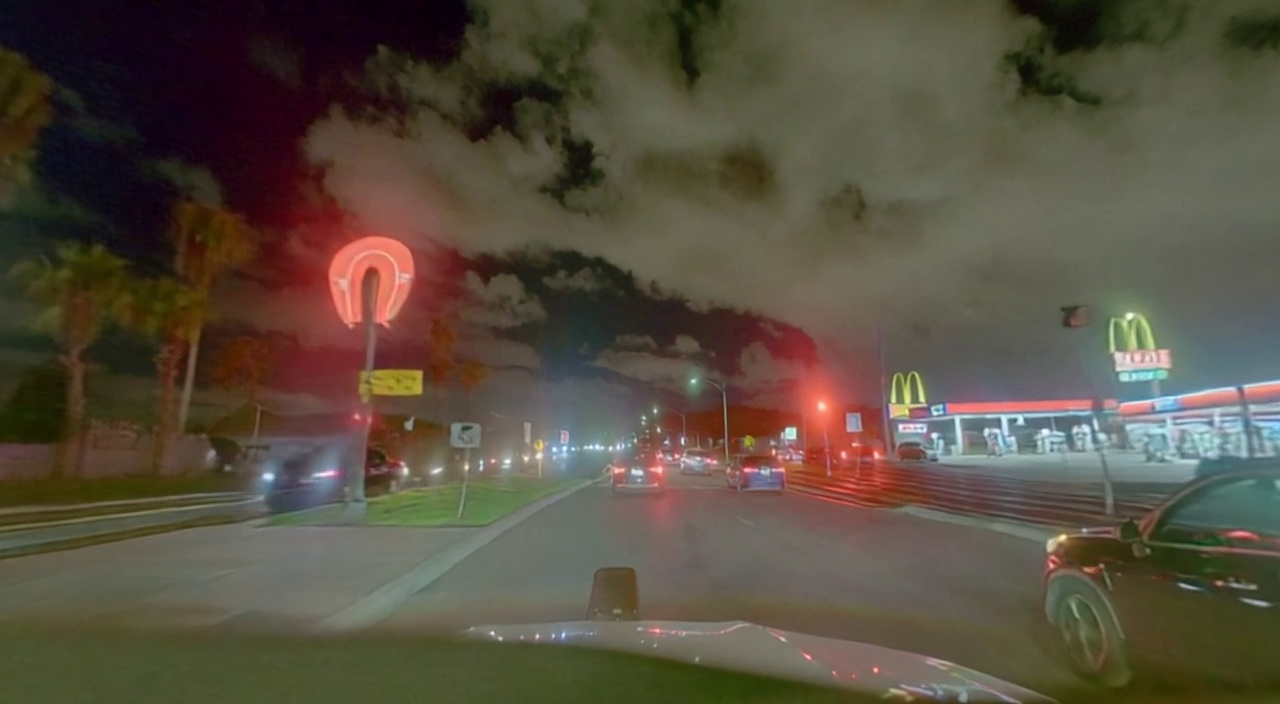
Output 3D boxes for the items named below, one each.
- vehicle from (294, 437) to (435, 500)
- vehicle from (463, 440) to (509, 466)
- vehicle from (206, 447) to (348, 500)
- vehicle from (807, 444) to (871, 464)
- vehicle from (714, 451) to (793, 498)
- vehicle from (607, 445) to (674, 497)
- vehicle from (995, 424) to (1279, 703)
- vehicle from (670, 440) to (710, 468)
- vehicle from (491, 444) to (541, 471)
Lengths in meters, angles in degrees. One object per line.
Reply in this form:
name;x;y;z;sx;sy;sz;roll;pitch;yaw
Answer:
vehicle;-8.482;3.626;20.092;1.980;1.719;4.963;-1;-9;4
vehicle;-11.011;7.268;45.416;1.962;1.745;4.513;-1;-9;3
vehicle;-11.549;3.876;20.557;1.908;1.506;4.397;0;-9;2
vehicle;15.053;7.742;47.919;4.293;1.438;1.773;0;-9;1
vehicle;3.862;4.230;22.234;1.889;1.448;4.262;0;-9;-1
vehicle;-0.066;3.895;21.103;2.021;1.550;4.090;0;-9;-2
vehicle;3.572;1.010;2.392;1.987;1.474;4.198;0;-9;0
vehicle;3.363;6.980;43.312;2.299;1.803;5.434;0;-9;0
vehicle;-7.464;6.419;38.632;2.052;1.483;4.751;0;-9;1
